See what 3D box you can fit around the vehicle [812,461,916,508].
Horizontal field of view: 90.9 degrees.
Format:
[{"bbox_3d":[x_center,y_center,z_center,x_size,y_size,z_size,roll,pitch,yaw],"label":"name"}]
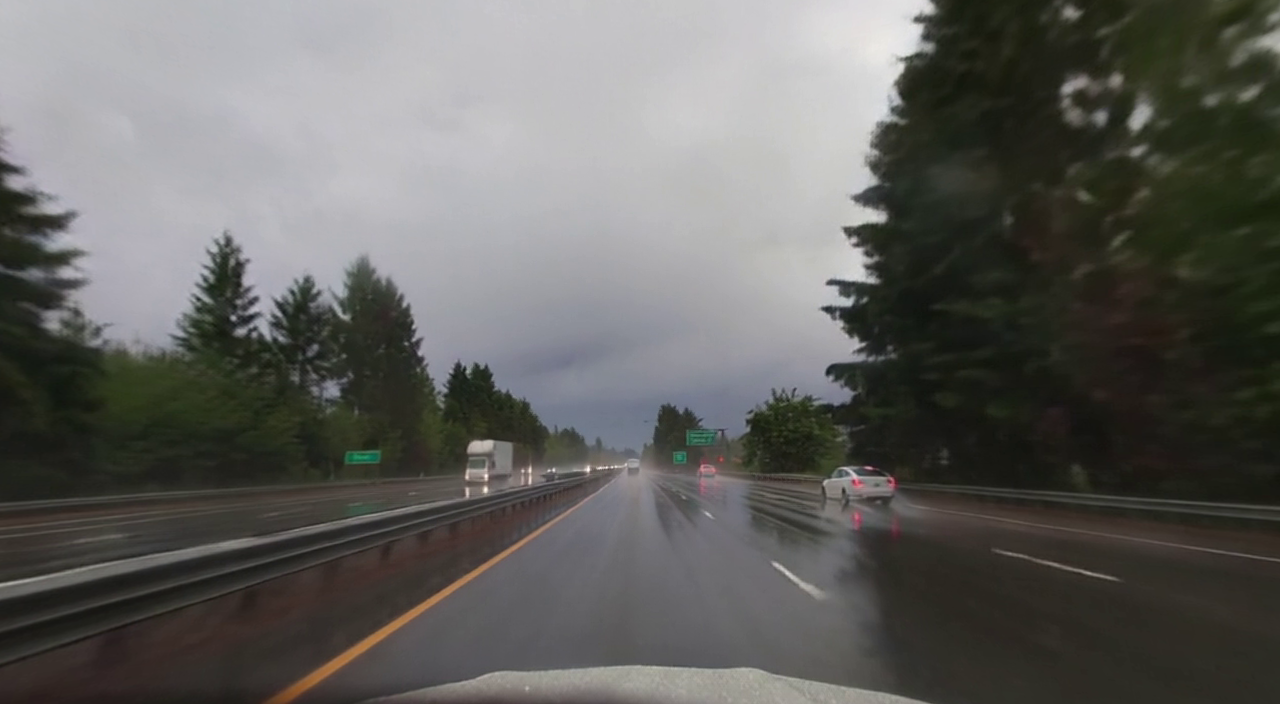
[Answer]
[{"bbox_3d":[7.890,4.725,22.702,2.024,1.476,4.352,1,-10,-1],"label":"vehicle"}]
